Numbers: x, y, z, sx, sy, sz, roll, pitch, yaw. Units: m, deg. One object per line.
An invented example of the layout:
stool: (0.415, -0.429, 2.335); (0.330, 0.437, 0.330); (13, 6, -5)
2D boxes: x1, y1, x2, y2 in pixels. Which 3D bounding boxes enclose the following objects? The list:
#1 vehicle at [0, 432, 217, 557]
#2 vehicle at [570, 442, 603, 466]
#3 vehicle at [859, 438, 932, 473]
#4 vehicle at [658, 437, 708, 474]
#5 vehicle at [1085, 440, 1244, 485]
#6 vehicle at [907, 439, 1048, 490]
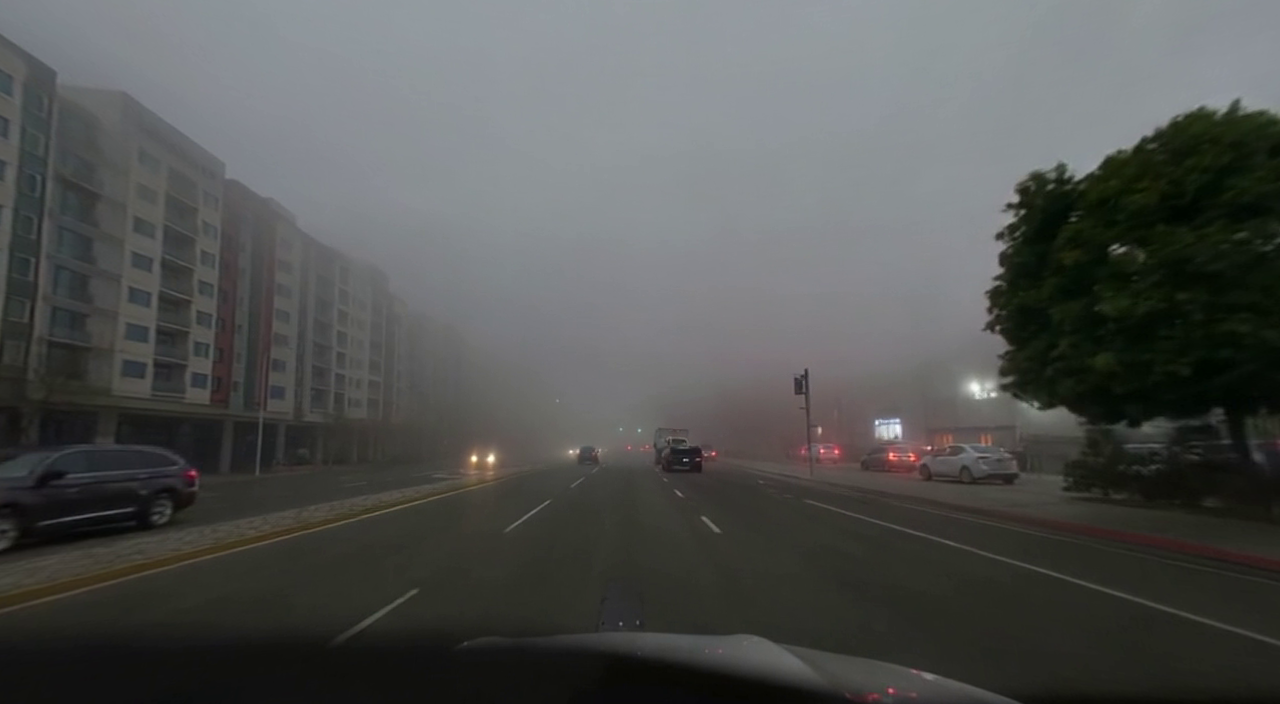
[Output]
vehicle: (-8.787, 2.033, 9.406); (1.969, 1.489, 4.522); (-2, -9, -2)
vehicle: (-3.790, 7.359, 45.556); (2.046, 1.617, 4.601); (0, -9, -2)
vehicle: (14.008, 5.720, 35.048); (2.019, 1.819, 4.909); (0, -9, 0)
vehicle: (2.159, 5.402, 33.212); (2.130, 1.787, 5.126); (0, -9, -2)
vehicle: (20.124, 4.252, 24.575); (2.013, 1.548, 4.579); (1, -9, -5)
vehicle: (11.861, 3.949, 22.689); (1.954, 1.483, 4.742); (-2, -8, -7)
